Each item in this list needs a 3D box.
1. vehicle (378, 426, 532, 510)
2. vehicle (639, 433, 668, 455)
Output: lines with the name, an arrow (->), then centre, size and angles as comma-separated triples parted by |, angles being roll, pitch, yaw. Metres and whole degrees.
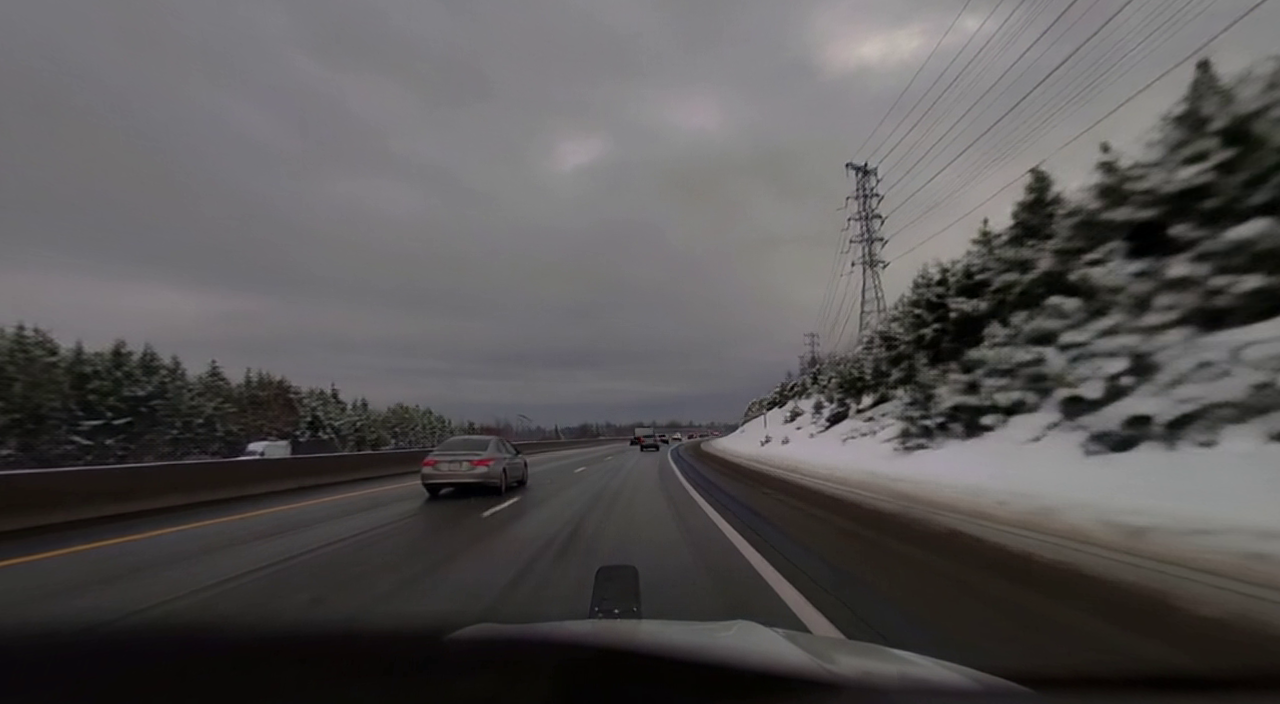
vehicle -> -3.767, 2.415, 13.707 | 2.030, 1.522, 4.250 | 0, -8, 0
vehicle -> 1.054, 6.932, 47.486 | 2.077, 1.523, 4.206 | 0, -8, 3
